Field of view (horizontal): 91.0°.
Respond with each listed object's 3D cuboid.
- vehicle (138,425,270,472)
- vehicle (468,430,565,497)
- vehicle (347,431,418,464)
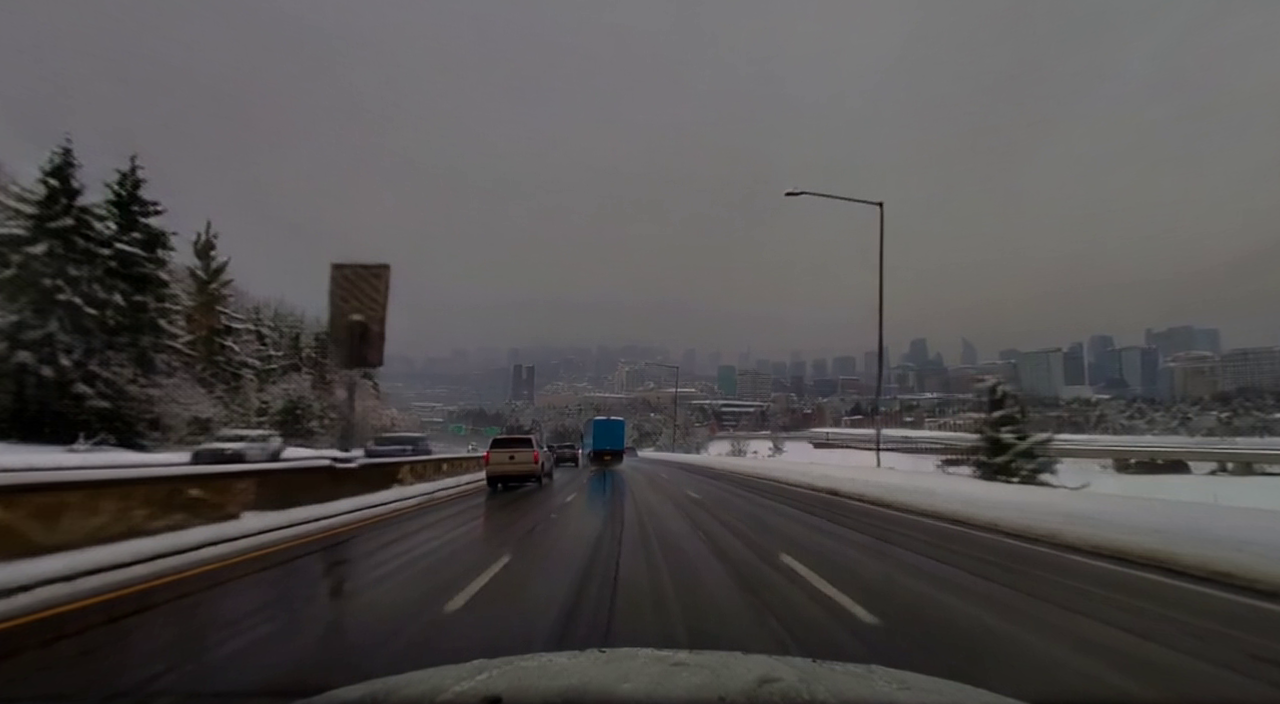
[{"bbox_3d":[-17.827,3.997,26.141,2.142,1.723,4.781,1,-9,-2],"label":"vehicle"},{"bbox_3d":[-3.519,3.276,18.869,2.041,1.734,4.391,0,-9,-1],"label":"vehicle"},{"bbox_3d":[-13.925,5.203,34.359,2.010,1.660,4.699,1,-9,-2],"label":"vehicle"}]
